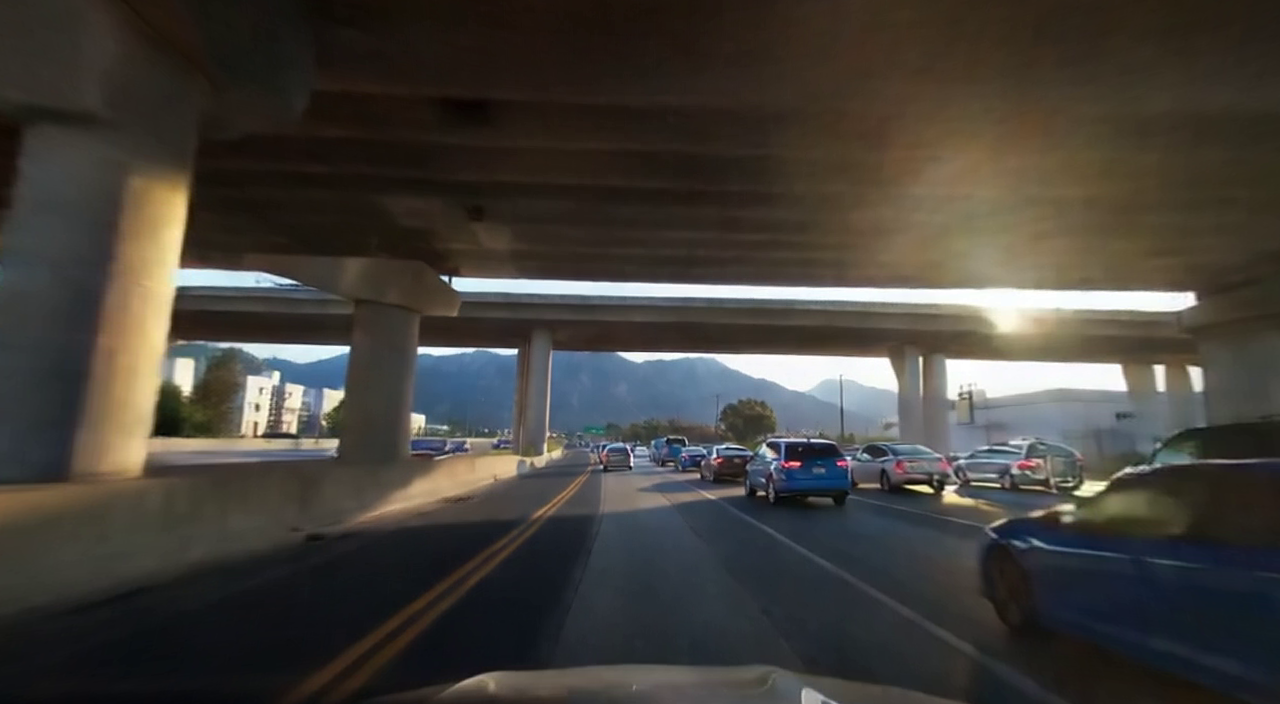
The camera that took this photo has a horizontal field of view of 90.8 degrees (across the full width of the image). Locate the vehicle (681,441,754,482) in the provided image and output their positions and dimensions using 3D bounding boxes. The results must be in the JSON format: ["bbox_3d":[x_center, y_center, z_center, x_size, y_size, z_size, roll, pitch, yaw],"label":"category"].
[{"bbox_3d":[2.976,4.335,25.351,2.074,1.455,4.646,0,-8,-3],"label":"vehicle"}]

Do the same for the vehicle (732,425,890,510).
[{"bbox_3d":[3.907,2.754,15.623,2.276,1.739,5.040,0,-8,-3],"label":"vehicle"}]

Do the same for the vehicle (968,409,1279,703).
[{"bbox_3d":[3.751,1.015,2.927,1.944,1.466,4.540,0,-8,-1],"label":"vehicle"}]

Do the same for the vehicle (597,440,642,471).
[{"bbox_3d":[-1.123,5.524,33.856,2.266,1.549,3.978,0,-8,-2],"label":"vehicle"}]

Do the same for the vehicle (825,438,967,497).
[{"bbox_3d":[7.533,3.438,19.296,2.025,1.525,5.211,0,-8,-2],"label":"vehicle"}]
